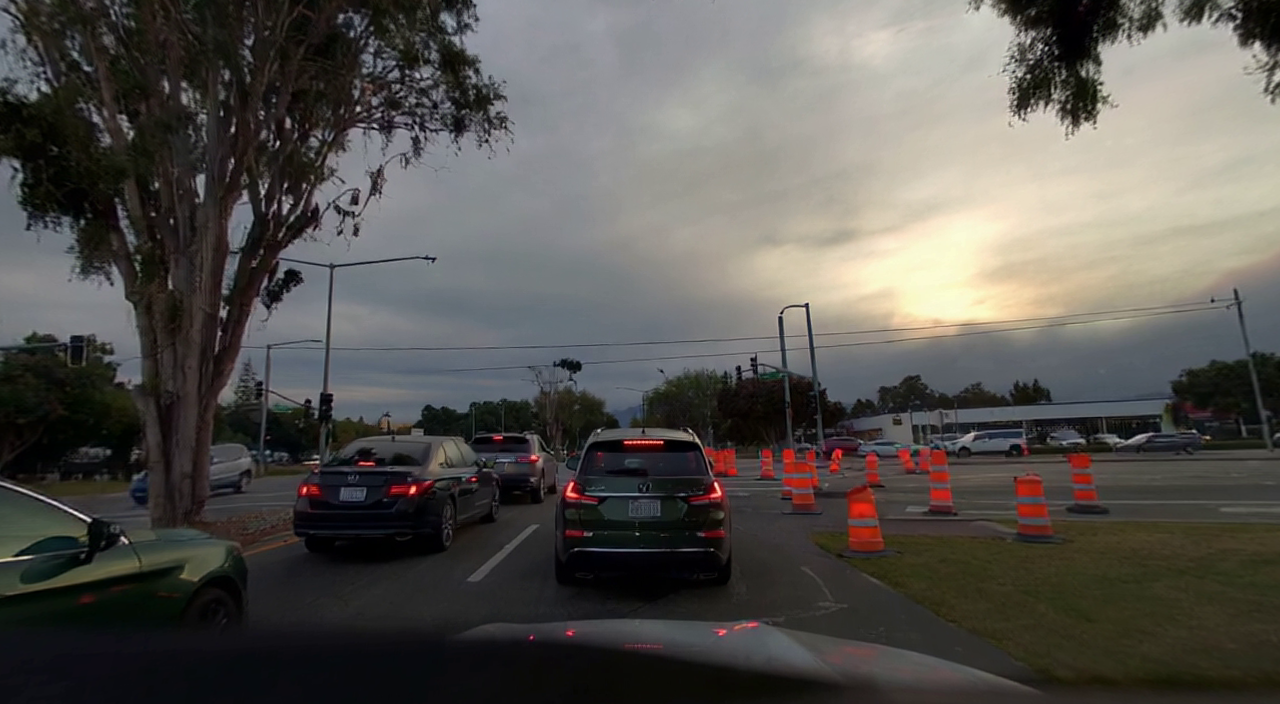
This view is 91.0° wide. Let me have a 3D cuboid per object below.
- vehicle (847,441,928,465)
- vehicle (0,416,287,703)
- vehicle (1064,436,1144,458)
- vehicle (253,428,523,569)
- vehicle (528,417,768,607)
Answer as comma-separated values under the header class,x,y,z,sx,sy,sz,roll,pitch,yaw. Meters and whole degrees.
class,x,y,z,sx,sy,sz,roll,pitch,yaw
vehicle,16.200,6.629,41.370,4.579,1.480,1.819,-1,-9,7
vehicle,-3.598,0.946,2.146,1.964,1.497,4.722,0,-9,1
vehicle,36.750,7.547,49.982,4.791,1.635,1.857,0,-9,1
vehicle,-3.275,2.001,9.450,1.989,1.541,4.626,0,-9,2
vehicle,0.110,1.627,7.216,2.021,1.560,3.676,0,-9,1
